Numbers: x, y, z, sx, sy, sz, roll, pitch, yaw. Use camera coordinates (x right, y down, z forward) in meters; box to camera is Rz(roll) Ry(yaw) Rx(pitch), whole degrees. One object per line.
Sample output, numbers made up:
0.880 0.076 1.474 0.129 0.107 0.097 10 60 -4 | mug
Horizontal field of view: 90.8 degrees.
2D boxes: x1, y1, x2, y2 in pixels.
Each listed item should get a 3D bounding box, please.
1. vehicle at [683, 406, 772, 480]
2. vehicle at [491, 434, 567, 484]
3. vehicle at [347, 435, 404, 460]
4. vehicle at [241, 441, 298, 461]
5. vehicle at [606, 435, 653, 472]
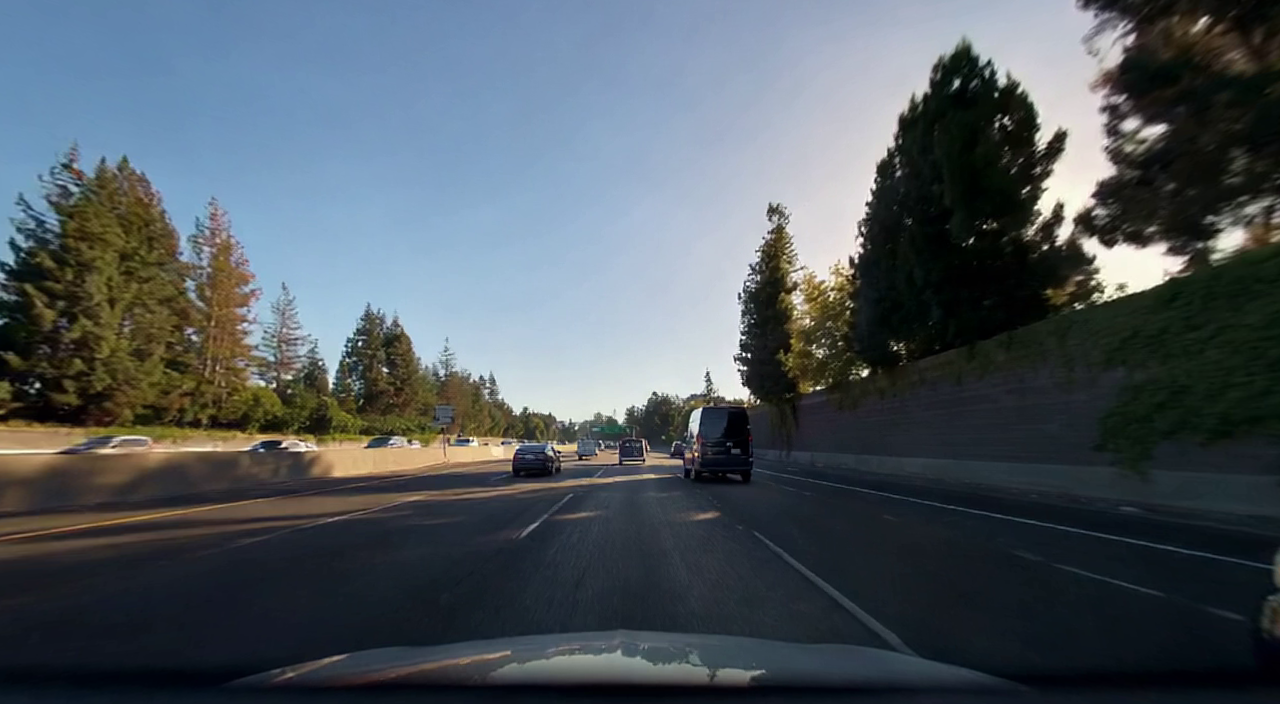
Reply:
3.468 3.840 26.676 2.631 2.709 6.496 0 -8 -1 | vehicle
-4.054 3.995 23.842 2.023 1.709 4.263 0 -8 1 | vehicle
-17.095 6.210 40.968 2.134 1.538 3.622 0 -8 0 | vehicle
-28.631 7.654 48.971 1.846 1.475 4.167 0 -8 0 | vehicle
-0.563 5.261 32.872 2.297 1.783 4.355 0 -8 -1 | vehicle
